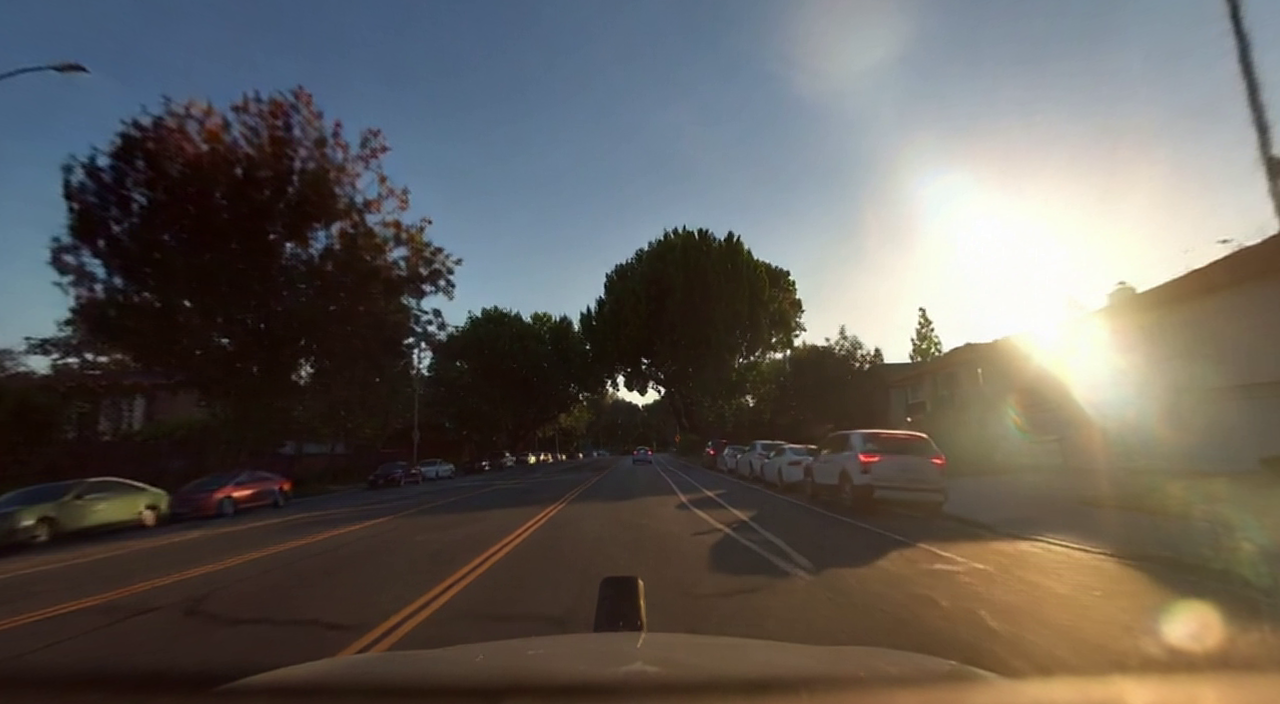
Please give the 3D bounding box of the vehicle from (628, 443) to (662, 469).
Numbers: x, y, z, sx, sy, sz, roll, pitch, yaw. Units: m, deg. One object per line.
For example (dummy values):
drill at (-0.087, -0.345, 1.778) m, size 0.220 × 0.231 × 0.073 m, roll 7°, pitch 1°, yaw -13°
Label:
vehicle at (0.289, 6.502, 39.658) m, size 2.022 × 1.471 × 3.973 m, roll 0°, pitch -9°, yaw -1°

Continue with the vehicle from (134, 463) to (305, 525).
vehicle at (-12.643, 4.273, 19.501) m, size 1.880 × 1.523 × 4.833 m, roll 0°, pitch -9°, yaw 1°

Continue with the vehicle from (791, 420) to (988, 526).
vehicle at (4.907, 2.462, 13.472) m, size 2.022 × 1.799 × 5.105 m, roll 0°, pitch -9°, yaw -1°

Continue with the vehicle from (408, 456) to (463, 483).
vehicle at (-12.436, 7.145, 38.728) m, size 1.853 × 1.497 × 4.527 m, roll 0°, pitch -9°, yaw 0°

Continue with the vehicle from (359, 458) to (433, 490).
vehicle at (-12.738, 6.379, 33.309) m, size 1.969 × 1.490 × 4.675 m, roll -1°, pitch -9°, yaw 1°

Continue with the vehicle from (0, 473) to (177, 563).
vehicle at (-12.718, 3.485, 13.867) m, size 1.834 × 1.467 × 4.357 m, roll 0°, pitch -9°, yaw -1°
